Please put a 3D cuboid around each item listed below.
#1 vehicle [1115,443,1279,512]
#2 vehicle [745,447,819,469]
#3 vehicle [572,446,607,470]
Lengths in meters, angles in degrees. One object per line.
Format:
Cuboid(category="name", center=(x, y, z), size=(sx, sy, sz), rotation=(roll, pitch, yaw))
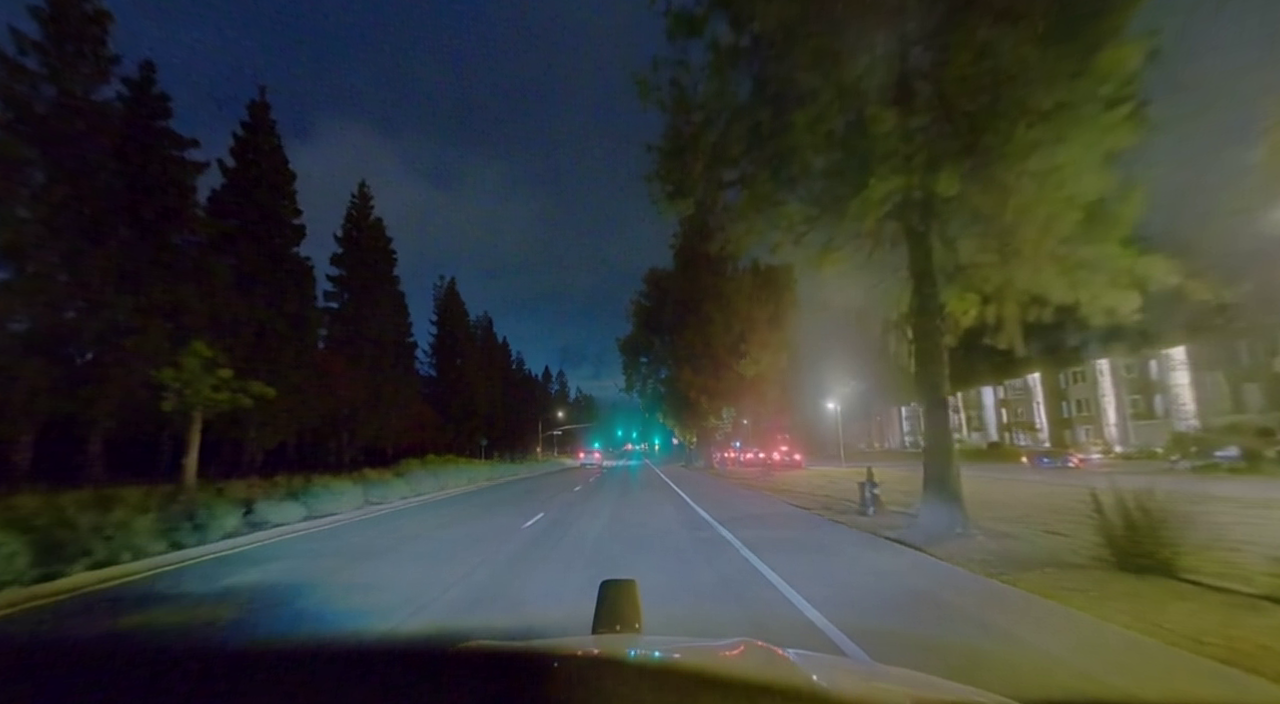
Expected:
Cuboid(category="vehicle", center=(15.947, 3.359, 17.332), size=(4.490, 1.696, 2.032), rotation=(1, -9, -11))
Cuboid(category="vehicle", center=(9.713, 7.270, 43.344), size=(4.466, 1.440, 2.091), rotation=(0, -9, -5))
Cuboid(category="vehicle", center=(-3.347, 7.089, 42.459), size=(2.030, 1.550, 3.925), rotation=(0, -8, 0))
